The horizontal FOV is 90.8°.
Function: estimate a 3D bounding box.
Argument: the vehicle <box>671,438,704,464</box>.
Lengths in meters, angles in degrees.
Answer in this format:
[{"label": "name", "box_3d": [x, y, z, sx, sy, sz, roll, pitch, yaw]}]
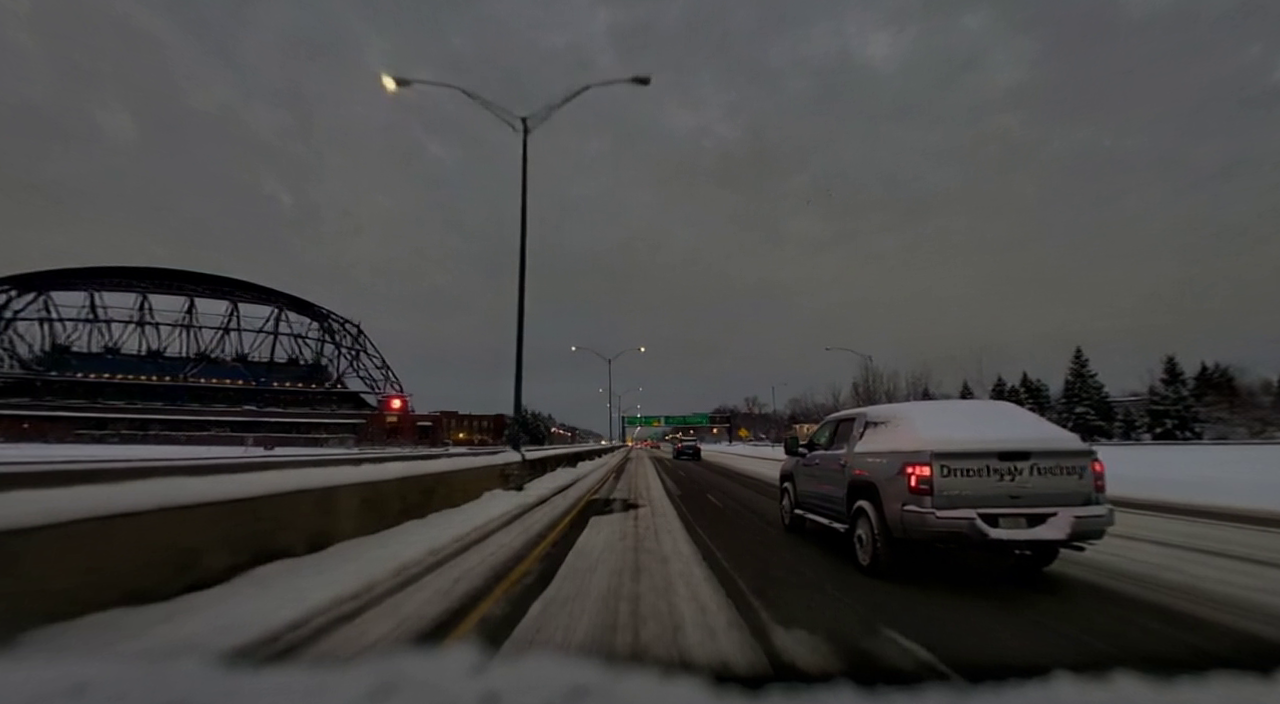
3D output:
[{"label": "vehicle", "box_3d": [3.315, 6.986, 44.776, 1.973, 1.774, 4.092, 0, -8, 0]}]

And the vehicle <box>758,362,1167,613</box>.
[{"label": "vehicle", "box_3d": [3.051, 1.441, 7.607, 2.199, 2.002, 4.970, 0, -8, -1]}]
